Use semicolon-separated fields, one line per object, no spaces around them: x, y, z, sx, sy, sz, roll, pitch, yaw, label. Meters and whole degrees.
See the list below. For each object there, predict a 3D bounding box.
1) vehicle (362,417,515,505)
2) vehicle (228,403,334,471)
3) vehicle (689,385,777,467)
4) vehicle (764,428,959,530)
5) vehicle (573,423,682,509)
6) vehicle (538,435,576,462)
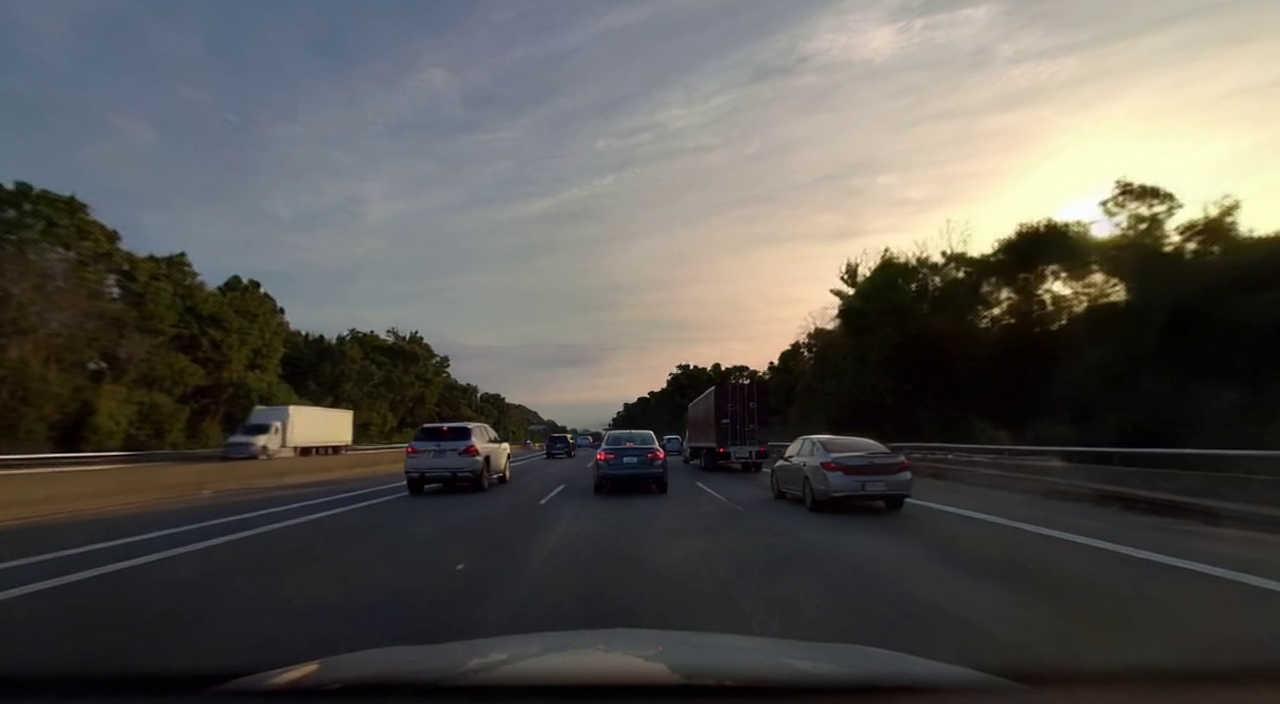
-4.543;2.523;15.143;2.101;1.767;4.702;0;-8;0;vehicle
-21.478;5.148;38.131;3.048;3.785;5.664;0;-8;-1;vehicle
5.221;4.675;38.914;2.888;4.135;14.071;0;-8;-2;vehicle
3.655;2.136;11.274;1.951;1.477;3.963;0;-8;-2;vehicle
-0.264;2.455;14.060;2.083;1.647;3.799;0;-8;-1;vehicle
-5.294;6.165;40.562;1.971;1.648;3.983;0;-8;-1;vehicle
